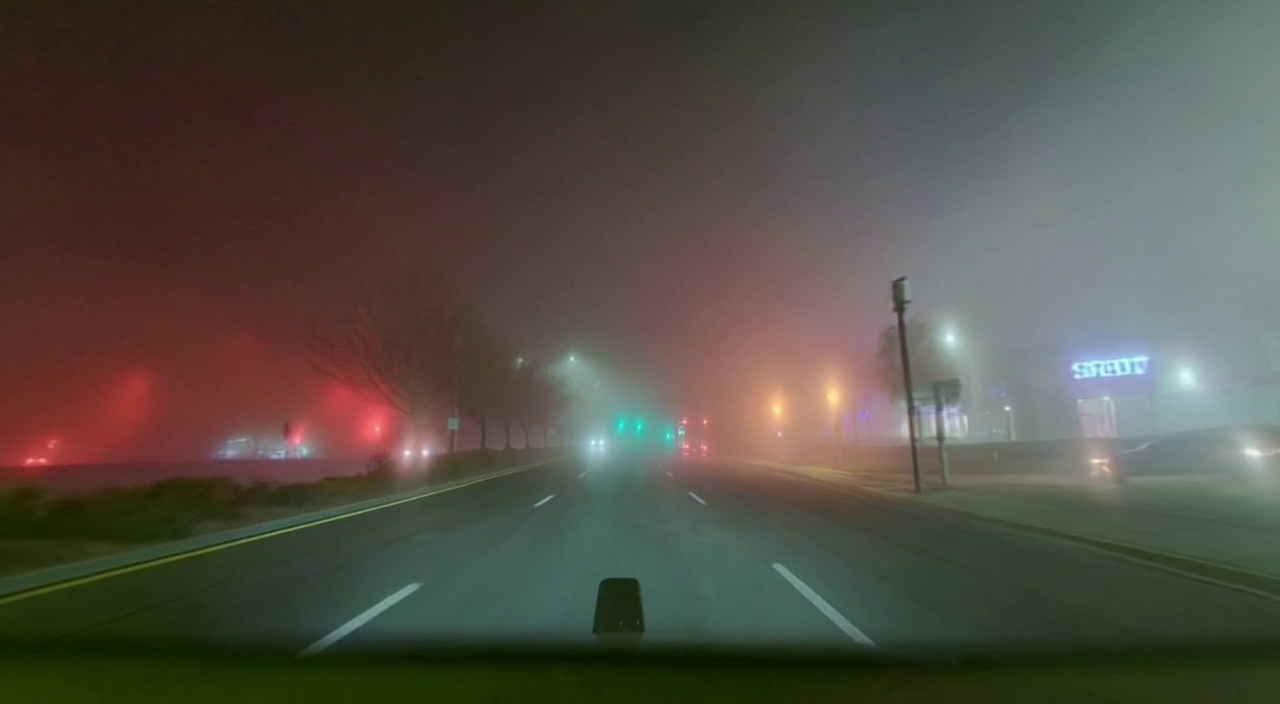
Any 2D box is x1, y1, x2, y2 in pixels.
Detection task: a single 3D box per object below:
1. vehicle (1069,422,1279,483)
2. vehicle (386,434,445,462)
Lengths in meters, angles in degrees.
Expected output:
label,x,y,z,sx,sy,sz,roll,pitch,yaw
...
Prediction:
label,x,y,z,sx,sy,sz,roll,pitch,yaw
vehicle,14.992,2.833,17.870,4.296,1.596,1.807,0,-8,0
vehicle,-12.676,5.436,35.944,1.887,1.447,4.031,0,-8,0
